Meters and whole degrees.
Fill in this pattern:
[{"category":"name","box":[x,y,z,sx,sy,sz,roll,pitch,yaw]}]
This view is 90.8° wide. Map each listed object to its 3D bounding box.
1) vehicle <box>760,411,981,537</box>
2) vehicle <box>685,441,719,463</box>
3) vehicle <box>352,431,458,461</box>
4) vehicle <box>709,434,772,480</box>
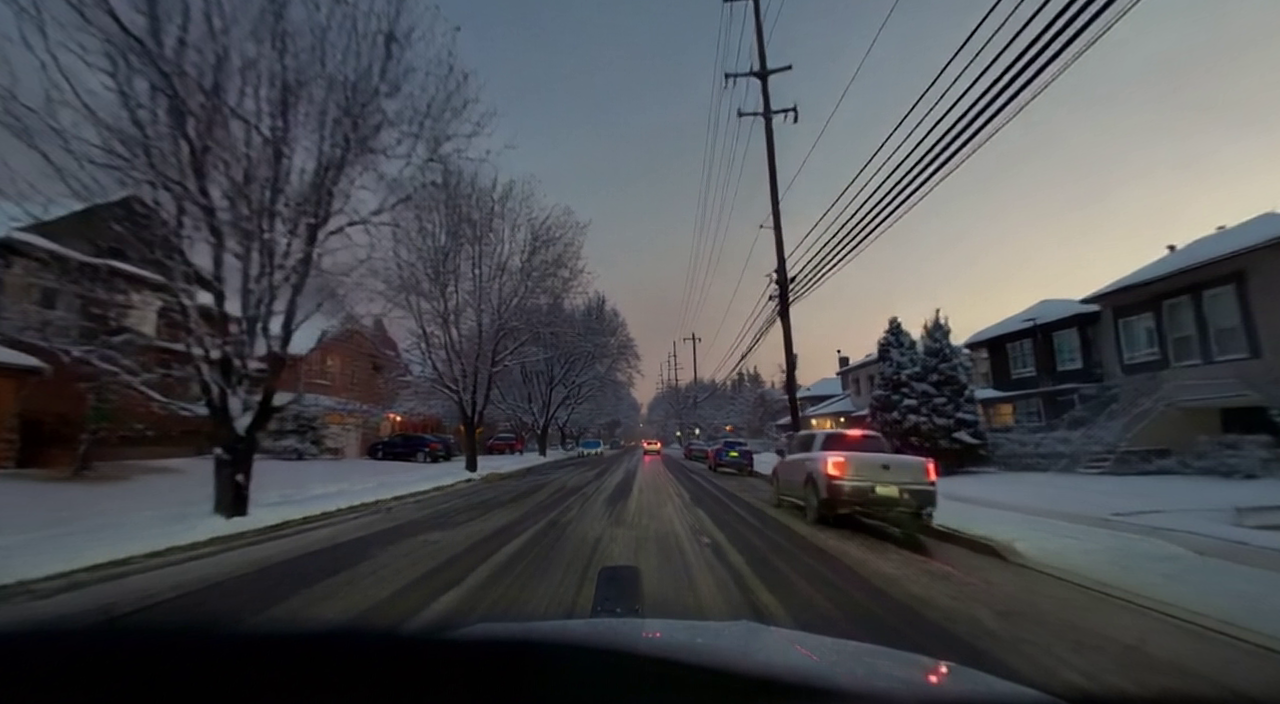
[{"category":"vehicle","box":[3.847,2.152,11.786,2.280,1.820,5.001,0,-8,1]},{"category":"vehicle","box":[4.460,7.302,46.181,2.031,1.471,4.328,0,-8,-1]},{"category":"vehicle","box":[-12.343,4.991,33.439,4.792,1.521,2.077,0,-8,1]},{"category":"vehicle","box":[4.191,4.450,27.056,2.066,1.753,4.877,0,-8,2]}]
